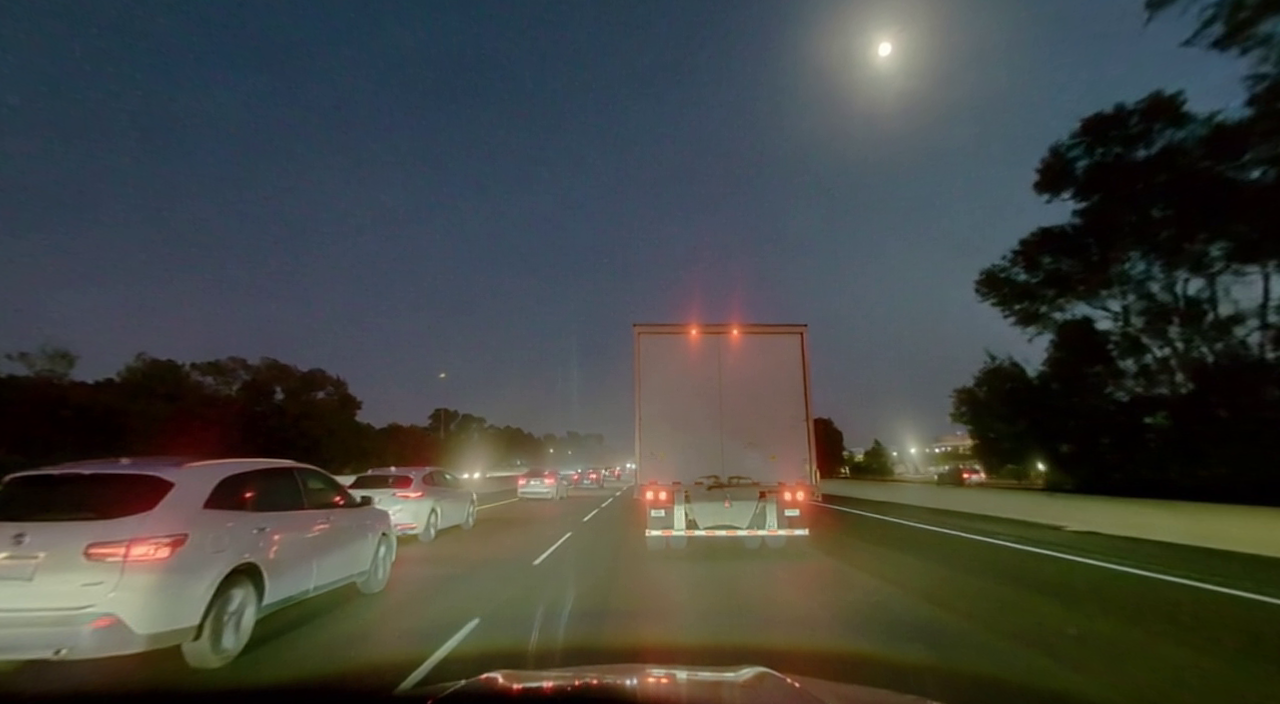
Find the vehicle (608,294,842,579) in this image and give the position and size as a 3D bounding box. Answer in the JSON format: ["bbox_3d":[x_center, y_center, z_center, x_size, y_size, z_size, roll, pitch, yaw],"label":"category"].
[{"bbox_3d":[0.950,1.797,12.196,2.831,3.529,8.689,1,-11,-1],"label":"vehicle"}]

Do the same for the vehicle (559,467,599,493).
[{"bbox_3d":[-3.524,7.466,36.849,1.867,1.418,3.670,0,-11,1],"label":"vehicle"}]

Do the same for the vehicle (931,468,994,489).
[{"bbox_3d":[24.418,9.556,47.814,4.107,1.485,1.796,-5,-12,27],"label":"vehicle"}]

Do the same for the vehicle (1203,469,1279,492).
[{"bbox_3d":[41.179,8.764,42.904,3.974,1.485,1.709,1,-11,-2],"label":"vehicle"}]

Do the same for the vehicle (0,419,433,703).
[{"bbox_3d":[-3.511,1.485,5.137,1.983,1.509,4.679,1,-11,1],"label":"vehicle"}]

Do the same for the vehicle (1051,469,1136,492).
[{"bbox_3d":[31.372,8.883,43.702,4.299,1.465,1.807,-2,-11,13],"label":"vehicle"}]

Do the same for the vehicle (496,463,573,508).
[{"bbox_3d":[-3.768,4.885,23.314,1.964,1.482,4.371,0,-11,1],"label":"vehicle"}]
